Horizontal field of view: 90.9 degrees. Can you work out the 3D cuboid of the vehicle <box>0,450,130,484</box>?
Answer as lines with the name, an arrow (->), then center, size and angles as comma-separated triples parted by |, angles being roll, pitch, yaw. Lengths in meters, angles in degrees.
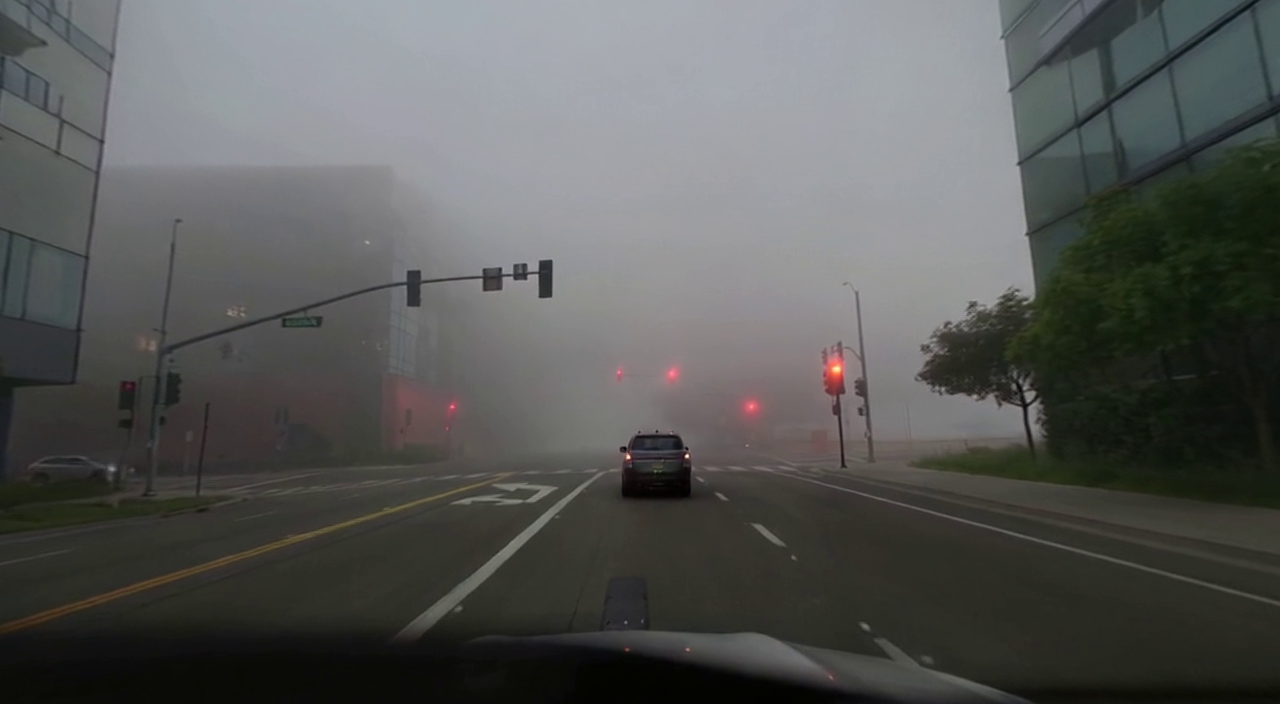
vehicle -> -27.254, 5.422, 29.810 | 4.494, 1.475, 1.893 | 0, -8, -1

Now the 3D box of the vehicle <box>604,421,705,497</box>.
vehicle -> 0.309, 2.603, 15.774 | 2.184, 1.640, 4.086 | 0, -8, 0
